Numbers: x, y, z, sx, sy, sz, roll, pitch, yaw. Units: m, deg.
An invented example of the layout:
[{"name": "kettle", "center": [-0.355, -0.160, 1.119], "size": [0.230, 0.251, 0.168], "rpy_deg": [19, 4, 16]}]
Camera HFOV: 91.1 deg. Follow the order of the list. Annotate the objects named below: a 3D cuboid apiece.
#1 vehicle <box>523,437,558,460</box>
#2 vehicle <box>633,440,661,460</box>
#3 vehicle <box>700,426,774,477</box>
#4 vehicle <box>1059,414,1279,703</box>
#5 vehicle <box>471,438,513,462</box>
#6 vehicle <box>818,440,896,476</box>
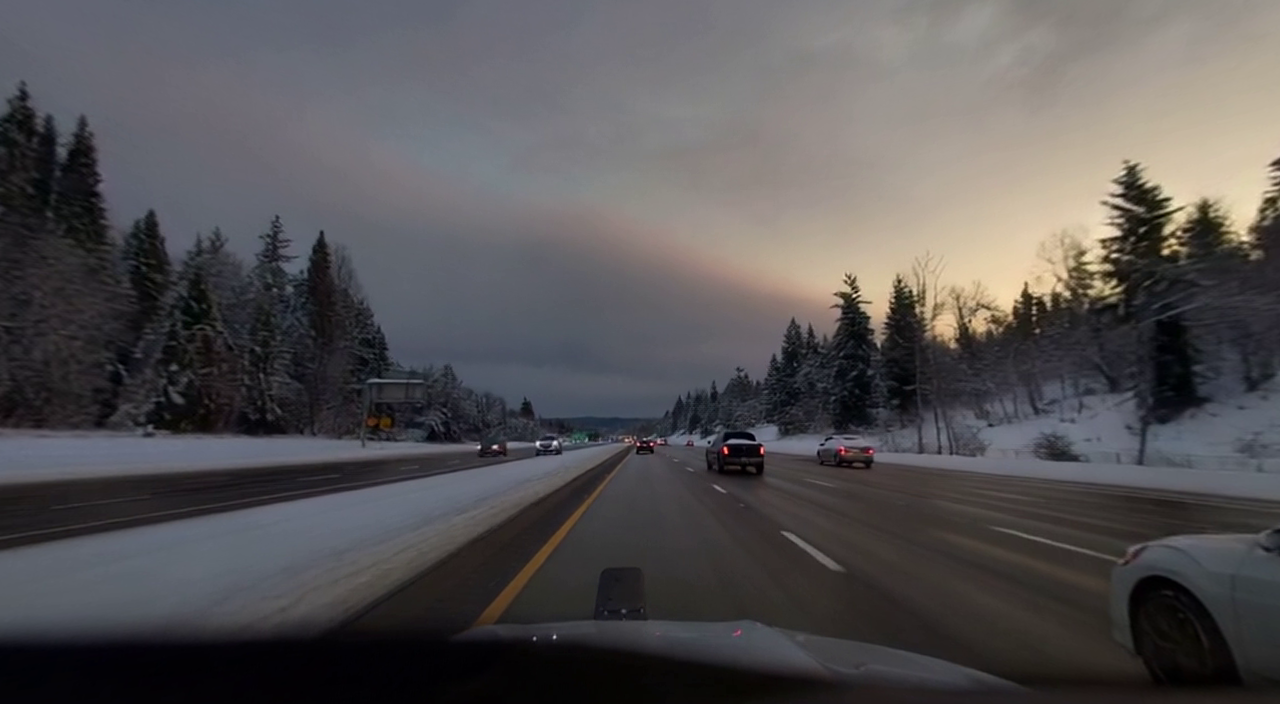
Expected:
[{"name": "vehicle", "center": [-7.622, 7.465, 48.617], "size": [1.980, 1.702, 4.285], "rpy_deg": [0, -8, 1]}, {"name": "vehicle", "center": [0.555, 7.489, 48.218], "size": [2.052, 1.472, 4.295], "rpy_deg": [0, -8, 0]}, {"name": "vehicle", "center": [3.916, 4.156, 26.419], "size": [2.206, 1.902, 5.460], "rpy_deg": [0, -8, 0]}, {"name": "vehicle", "center": [3.406, 0.798, 1.229], "size": [1.904, 1.453, 4.789], "rpy_deg": [0, -8, 1]}, {"name": "vehicle", "center": [-11.183, 7.388, 47.641], "size": [2.040, 1.698, 4.468], "rpy_deg": [0, -8, 0]}, {"name": "vehicle", "center": [9.819, 4.805, 28.820], "size": [2.002, 1.500, 4.715], "rpy_deg": [0, -8, 1]}]
